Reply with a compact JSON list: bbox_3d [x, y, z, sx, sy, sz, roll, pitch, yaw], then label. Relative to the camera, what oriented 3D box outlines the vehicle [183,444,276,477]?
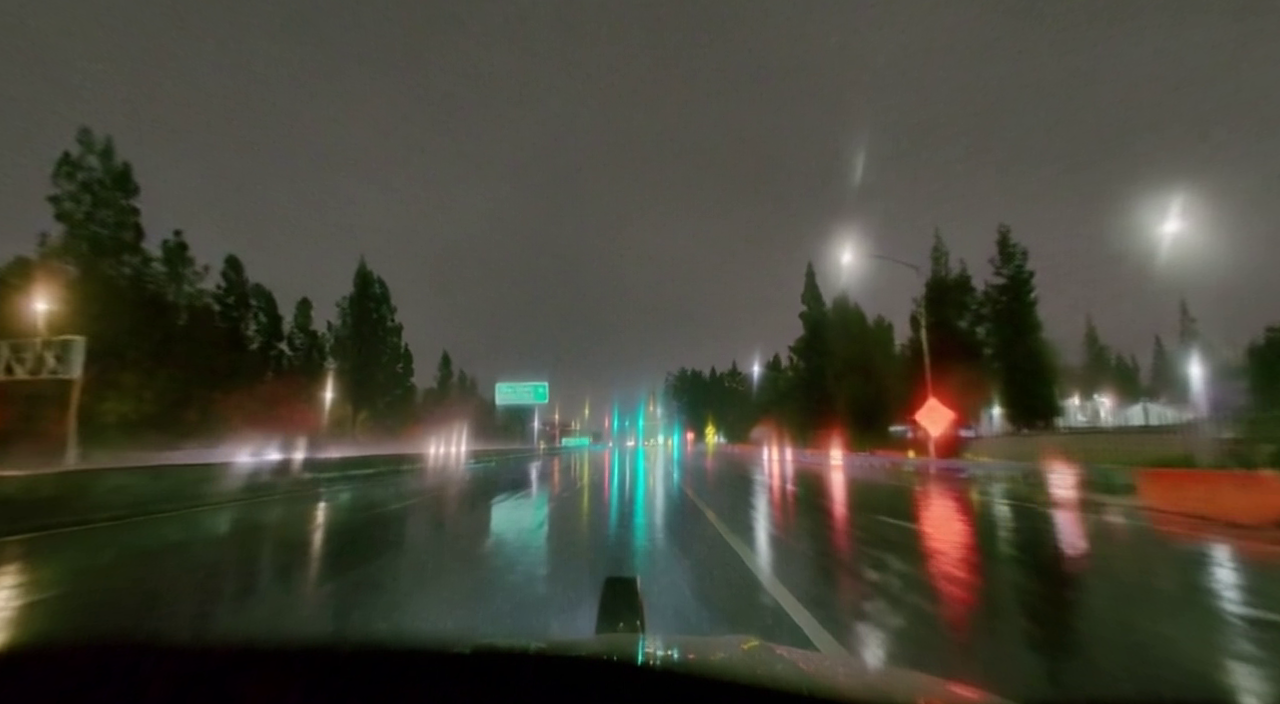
[{"bbox_3d":[-22.262,5.876,34.425,2.008,1.685,4.516,0,-9,0],"label":"vehicle"}]

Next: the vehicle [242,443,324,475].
[{"bbox_3d":[-18.680,5.595,33.177,1.895,1.593,4.166,0,-9,0],"label":"vehicle"}]
